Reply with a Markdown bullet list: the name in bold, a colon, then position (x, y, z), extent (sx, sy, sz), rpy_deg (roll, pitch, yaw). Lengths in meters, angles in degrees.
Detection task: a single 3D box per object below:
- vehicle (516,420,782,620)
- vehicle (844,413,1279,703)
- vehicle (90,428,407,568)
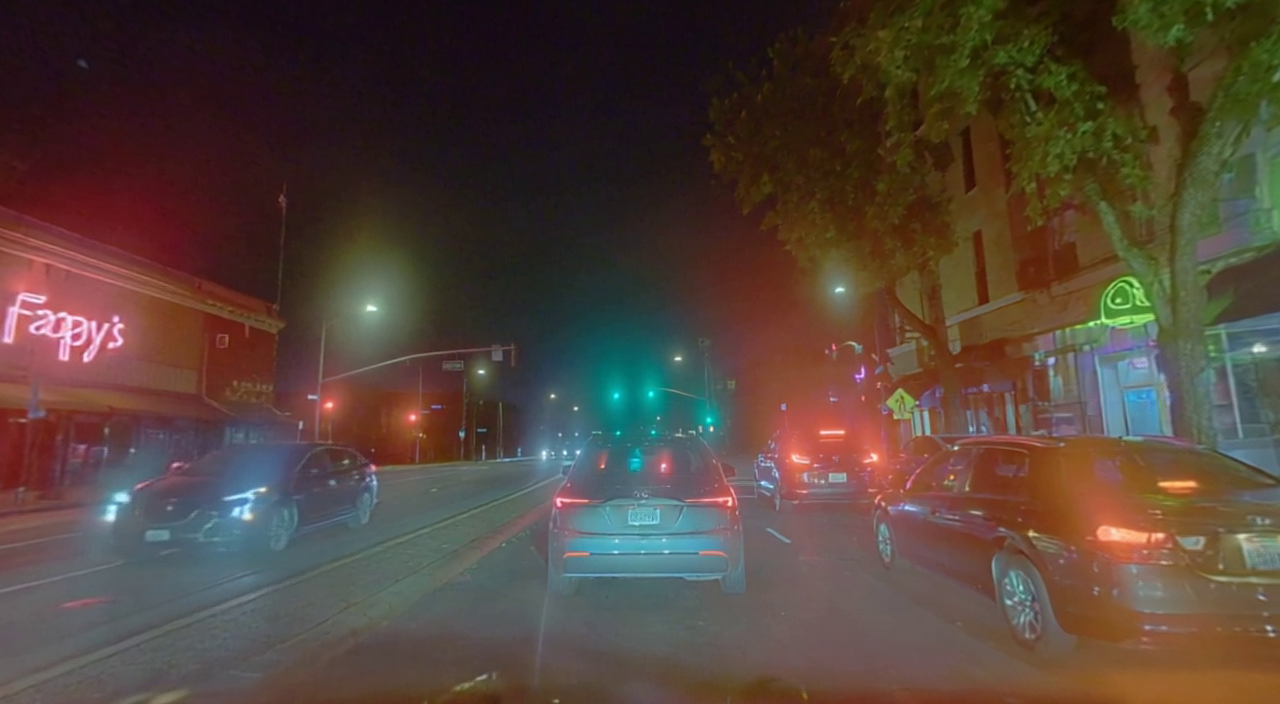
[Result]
- **vehicle**: position (0.058, 1.537, 6.614), extent (2.006, 1.487, 3.535), rpy_deg (0, -9, 0)
- **vehicle**: position (3.392, 1.366, 5.308), extent (1.988, 1.480, 4.195), rpy_deg (0, -9, 1)
- **vehicle**: position (-5.279, 1.999, 9.509), extent (1.898, 1.542, 4.689), rpy_deg (0, -9, -2)
